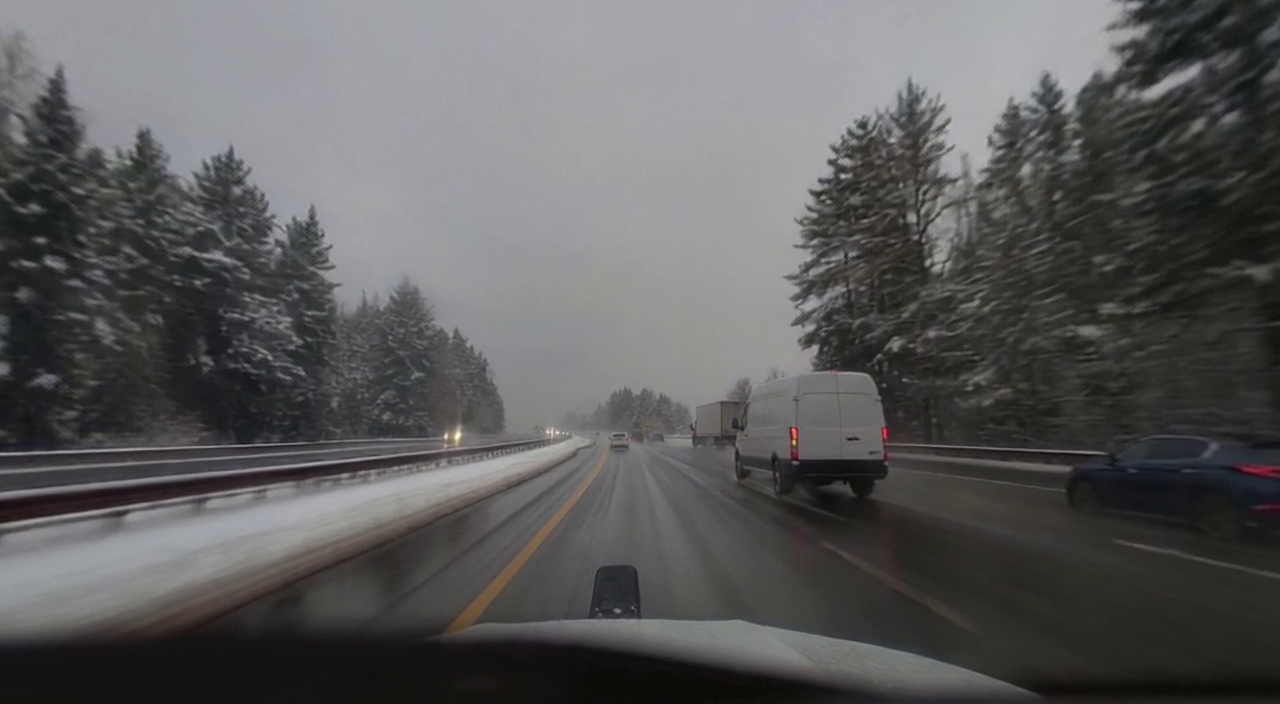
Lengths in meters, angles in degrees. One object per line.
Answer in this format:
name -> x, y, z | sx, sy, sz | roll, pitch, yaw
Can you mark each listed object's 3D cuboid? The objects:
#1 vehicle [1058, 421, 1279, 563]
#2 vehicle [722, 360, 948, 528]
vehicle -> 7.541, 1.642, 7.958 | 1.821, 1.468, 3.805 | 0, -8, -1
vehicle -> 3.312, 1.739, 12.321 | 2.436, 2.521, 5.409 | 0, -8, -2
